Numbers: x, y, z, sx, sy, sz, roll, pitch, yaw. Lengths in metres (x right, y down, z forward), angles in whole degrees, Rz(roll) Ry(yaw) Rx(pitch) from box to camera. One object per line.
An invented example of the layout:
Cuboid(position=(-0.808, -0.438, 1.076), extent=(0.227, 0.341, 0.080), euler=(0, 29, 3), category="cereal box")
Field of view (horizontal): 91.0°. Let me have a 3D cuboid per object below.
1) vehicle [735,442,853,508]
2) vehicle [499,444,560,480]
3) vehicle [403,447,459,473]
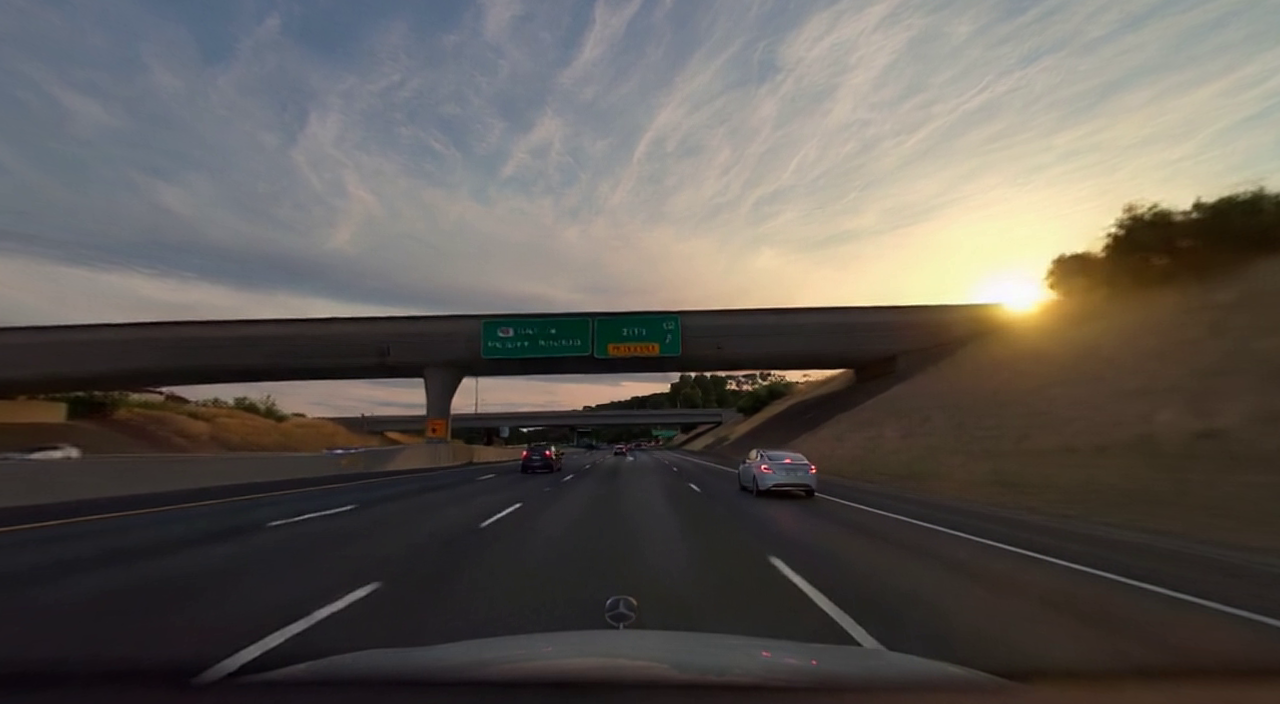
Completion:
Cuboid(position=(3.951, 3.237, 17.039), extent=(2.079, 1.535, 4.316), euler=(0, -9, 0), category="vehicle")
Cuboid(position=(-5.121, 5.154, 29.776), extent=(2.072, 1.545, 4.687), euler=(0, -9, -1), category="vehicle")
Cuboid(position=(-12.947, 6.688, 39.387), extent=(1.919, 1.497, 4.765), euler=(0, -9, -1), category="vehicle")
